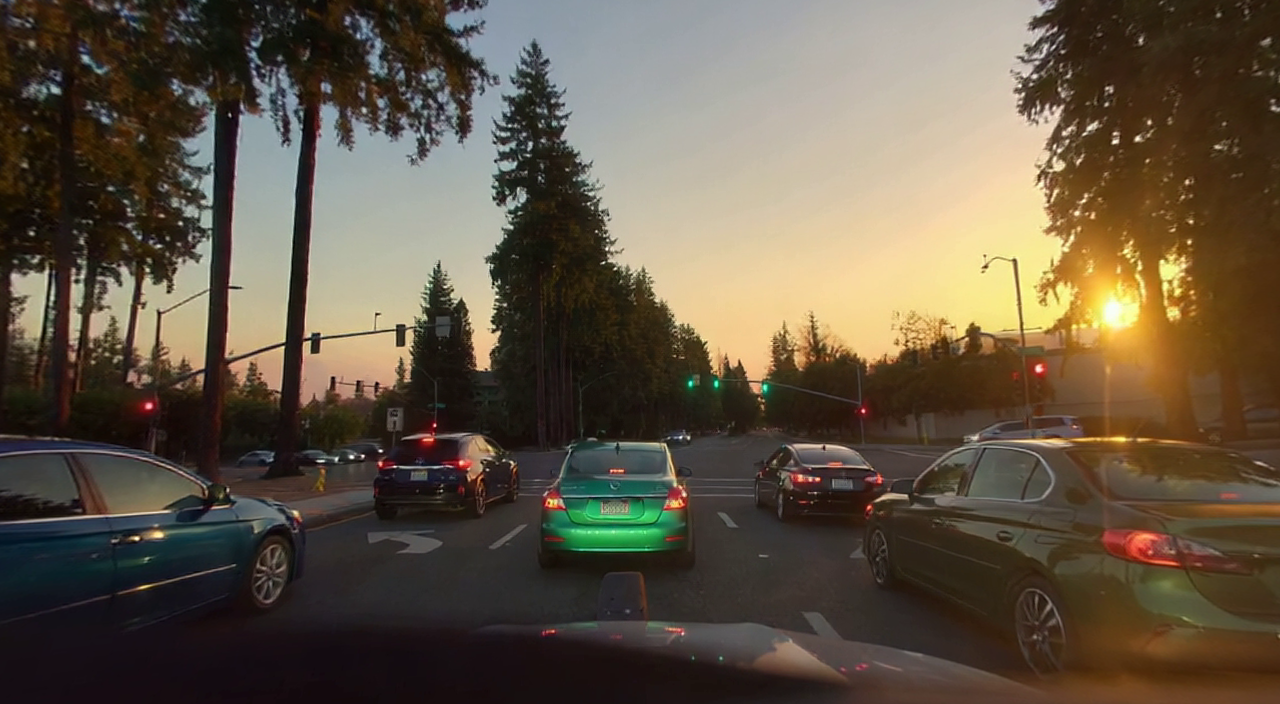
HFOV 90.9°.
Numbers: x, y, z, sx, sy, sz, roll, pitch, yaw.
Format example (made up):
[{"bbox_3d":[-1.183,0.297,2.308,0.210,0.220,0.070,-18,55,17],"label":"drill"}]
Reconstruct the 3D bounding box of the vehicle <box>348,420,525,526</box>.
[{"bbox_3d":[-3.725,2.298,12.489,1.961,1.714,4.268,0,-8,2],"label":"vehicle"}]

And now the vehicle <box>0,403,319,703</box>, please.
[{"bbox_3d":[-3.641,1.022,3.000,1.935,1.482,4.433,0,-8,-1],"label":"vehicle"}]

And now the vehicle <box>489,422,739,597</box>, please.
[{"bbox_3d":[-0.260,1.640,7.405,2.147,1.479,3.803,0,-8,-1],"label":"vehicle"}]

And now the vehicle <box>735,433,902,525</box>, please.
[{"bbox_3d":[3.187,2.336,12.323,1.975,1.460,4.357,0,-8,0],"label":"vehicle"}]

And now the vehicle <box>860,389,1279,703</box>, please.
[{"bbox_3d":[3.137,1.151,4.050,1.903,1.480,4.270,0,-8,0],"label":"vehicle"}]
